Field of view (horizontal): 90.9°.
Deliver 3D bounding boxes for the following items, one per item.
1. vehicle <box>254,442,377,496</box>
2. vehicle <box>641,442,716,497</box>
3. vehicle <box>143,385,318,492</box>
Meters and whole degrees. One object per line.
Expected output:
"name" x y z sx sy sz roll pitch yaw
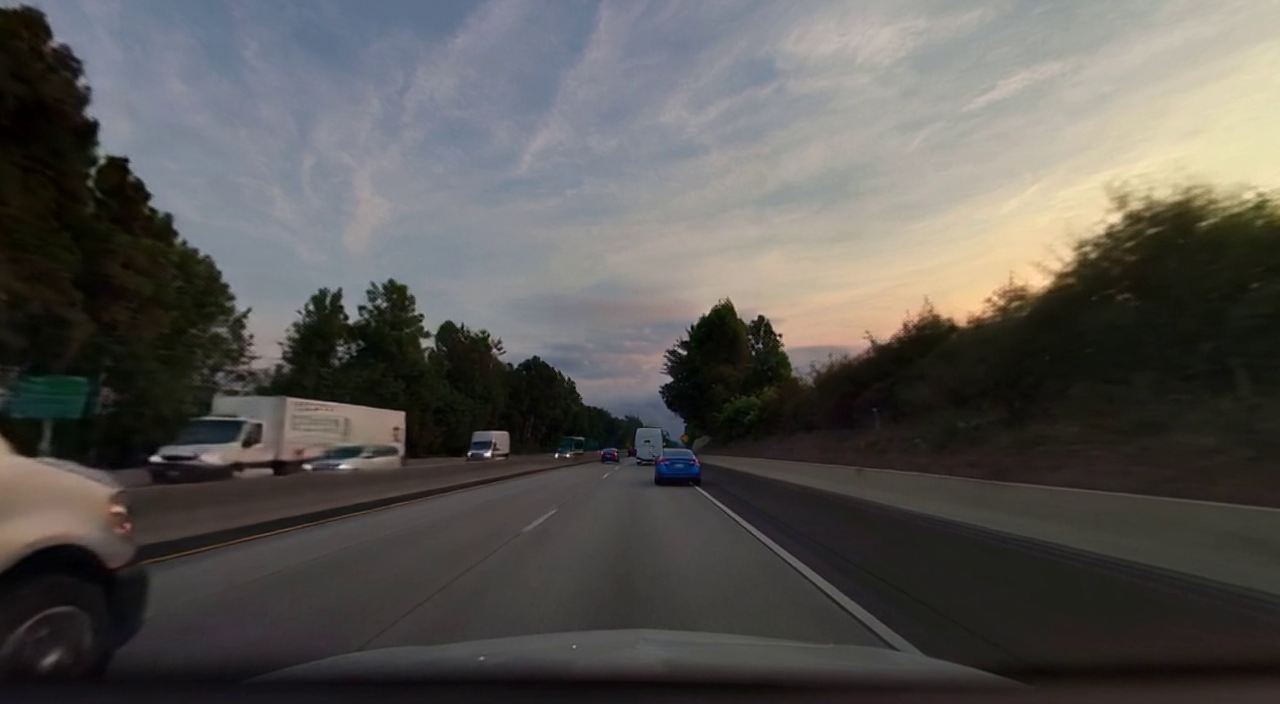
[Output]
"vehicle" -12.225 4.410 24.200 2.042 1.813 4.926 0 -9 1
"vehicle" 1.058 3.497 19.057 2.012 1.485 3.649 0 -9 0
"vehicle" -16.714 3.644 26.405 2.956 3.936 6.173 0 -9 1
